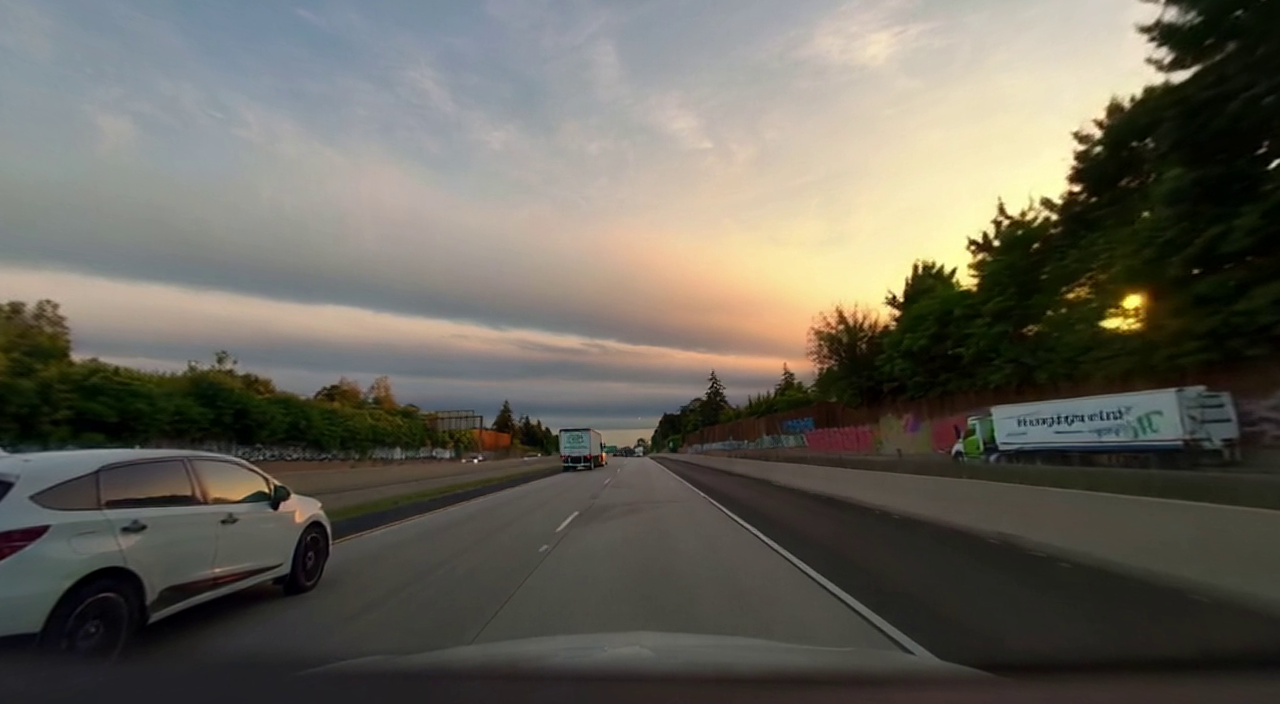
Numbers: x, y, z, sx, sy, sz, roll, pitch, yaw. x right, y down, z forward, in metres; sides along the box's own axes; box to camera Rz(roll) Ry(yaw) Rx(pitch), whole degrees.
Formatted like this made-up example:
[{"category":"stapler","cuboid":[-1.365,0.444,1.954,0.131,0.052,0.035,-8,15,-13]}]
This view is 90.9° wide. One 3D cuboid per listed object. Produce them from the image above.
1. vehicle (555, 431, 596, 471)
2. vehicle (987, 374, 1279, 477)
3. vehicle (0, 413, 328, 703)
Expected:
[{"category":"vehicle","cuboid":[-4.339,6.809,43.373,2.305,2.517,5.486,0,-9,0]},{"category":"vehicle","cuboid":[23.977,3.921,31.699,2.782,4.082,12.925,2,-9,-17]},{"category":"vehicle","cuboid":[-4.287,1.228,4.278,2.024,1.476,4.466,0,-9,0]}]
